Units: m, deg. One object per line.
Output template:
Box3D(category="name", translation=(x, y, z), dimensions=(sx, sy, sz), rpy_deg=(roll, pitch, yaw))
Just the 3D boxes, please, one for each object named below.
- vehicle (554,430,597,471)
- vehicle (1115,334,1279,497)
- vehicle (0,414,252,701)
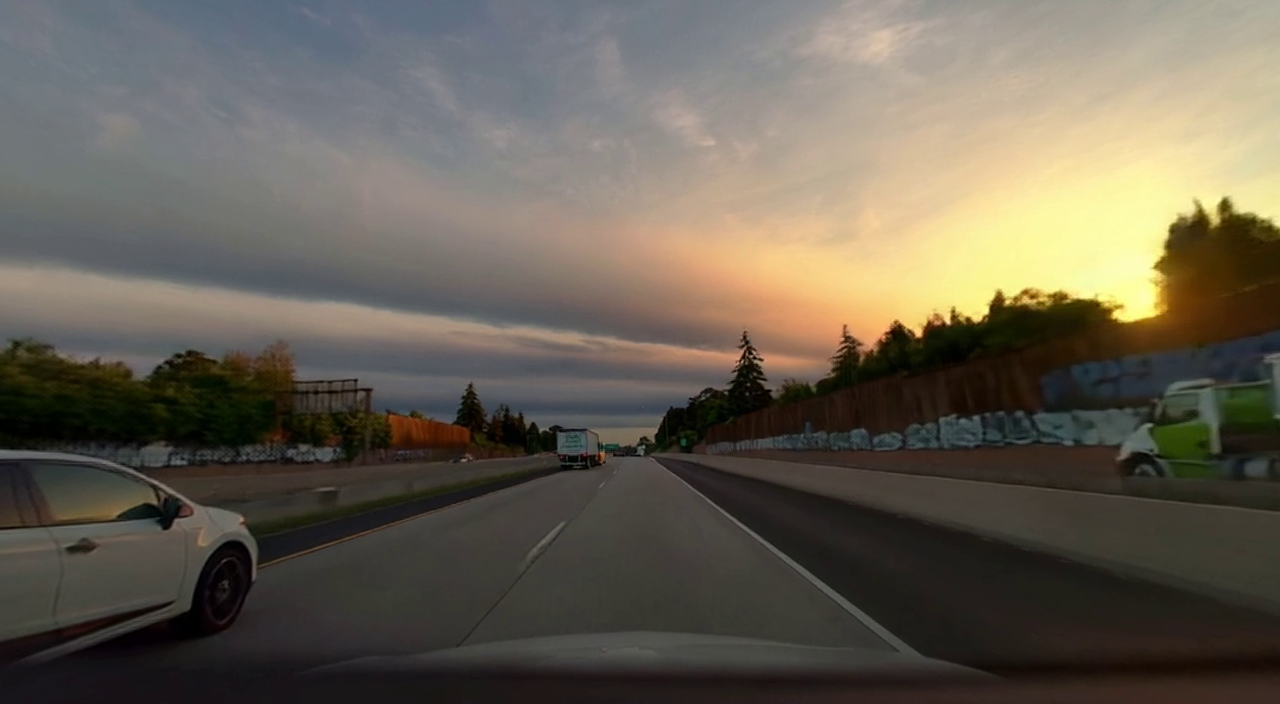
Box3D(category="vehicle", translation=(-4.183, 6.520, 41.727), dimensions=(2.305, 2.517, 5.486), rpy_deg=(0, -9, 0))
Box3D(category="vehicle", translation=(16.974, 1.728, 16.608), dimensions=(3.087, 3.935, 6.471), rpy_deg=(1, -9, -8))
Box3D(category="vehicle", translation=(-4.352, 1.046, 3.077), dimensions=(2.024, 1.476, 4.466), rpy_deg=(0, -9, 1))
